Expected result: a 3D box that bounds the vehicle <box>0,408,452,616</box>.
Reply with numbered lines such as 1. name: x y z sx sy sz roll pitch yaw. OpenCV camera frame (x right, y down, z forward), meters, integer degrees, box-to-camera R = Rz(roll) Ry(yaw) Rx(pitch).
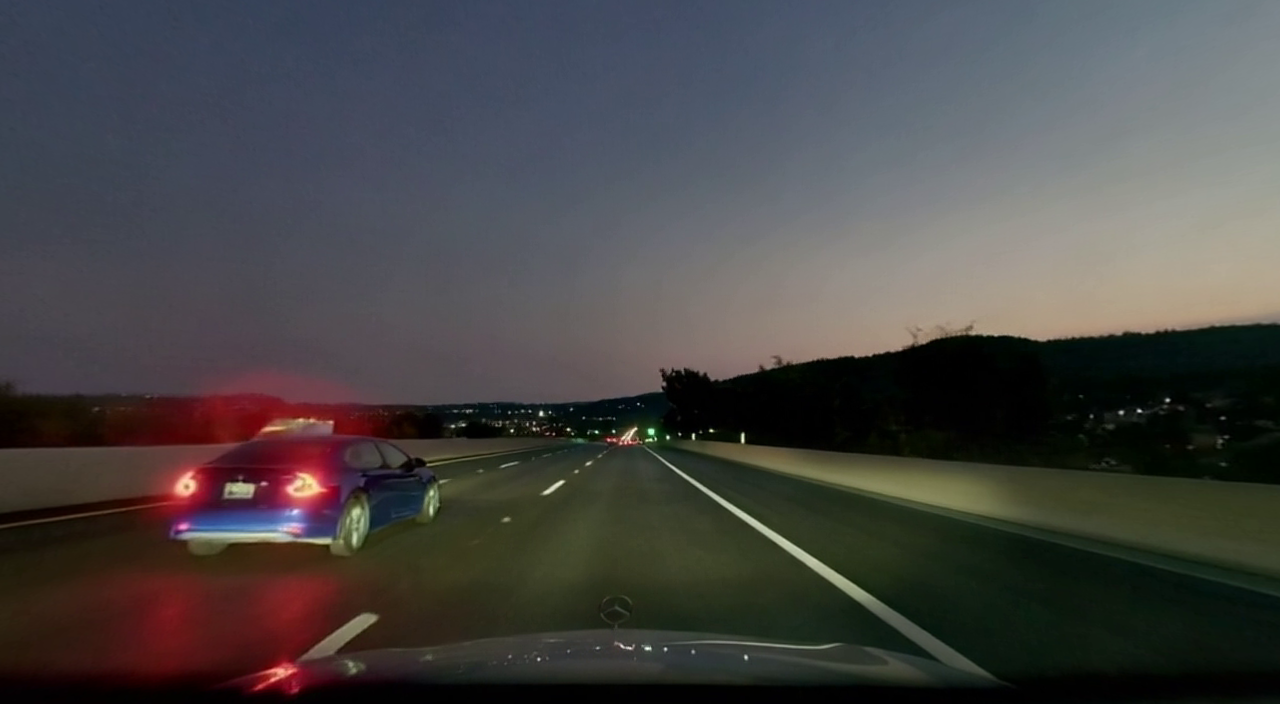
1. vehicle: -3.715 1.471 6.849 2.026 1.517 4.325 0 -8 0
